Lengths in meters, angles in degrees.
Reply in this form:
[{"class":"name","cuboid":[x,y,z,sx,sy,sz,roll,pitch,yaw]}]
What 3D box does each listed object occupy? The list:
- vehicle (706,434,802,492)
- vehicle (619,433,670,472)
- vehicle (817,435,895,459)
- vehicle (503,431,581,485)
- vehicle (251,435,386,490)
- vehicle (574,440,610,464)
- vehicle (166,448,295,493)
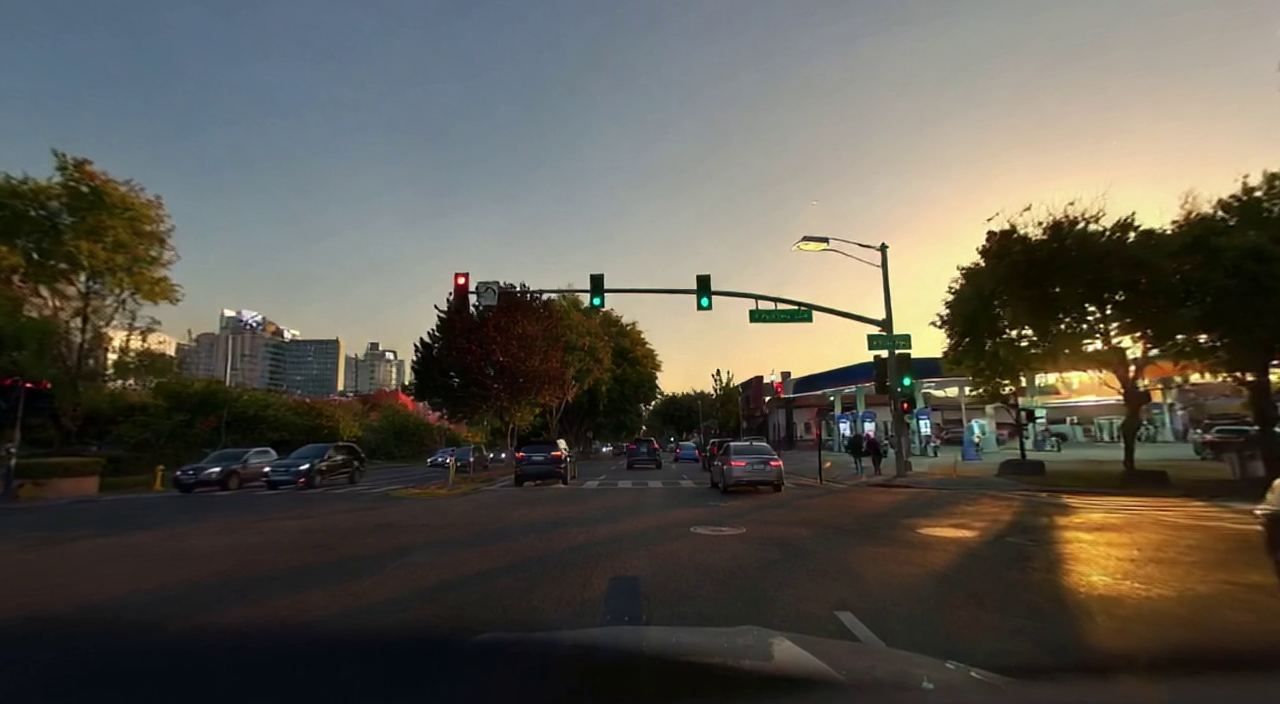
[{"class":"vehicle","cuboid":[3.239,3.243,18.848,1.919,1.502,4.572,0,-8,-1]},{"class":"vehicle","cuboid":[0.201,4.685,29.555,2.192,1.674,4.124,0,-8,0]},{"class":"vehicle","cuboid":[15.466,6.805,45.157,4.949,1.587,1.860,-5,-10,30]},{"class":"vehicle","cuboid":[-3.219,3.587,21.537,1.988,1.645,3.995,0,-8,1]},{"class":"vehicle","cuboid":[-11.737,4.043,23.571,2.133,1.788,5.468,0,-8,0]},{"class":"vehicle","cuboid":[-3.066,6.494,41.217,1.901,1.483,4.372,0,-8,1]},{"class":"vehicle","cuboid":[-15.152,4.361,23.651,2.038,1.512,4.072,0,-8,1]}]
